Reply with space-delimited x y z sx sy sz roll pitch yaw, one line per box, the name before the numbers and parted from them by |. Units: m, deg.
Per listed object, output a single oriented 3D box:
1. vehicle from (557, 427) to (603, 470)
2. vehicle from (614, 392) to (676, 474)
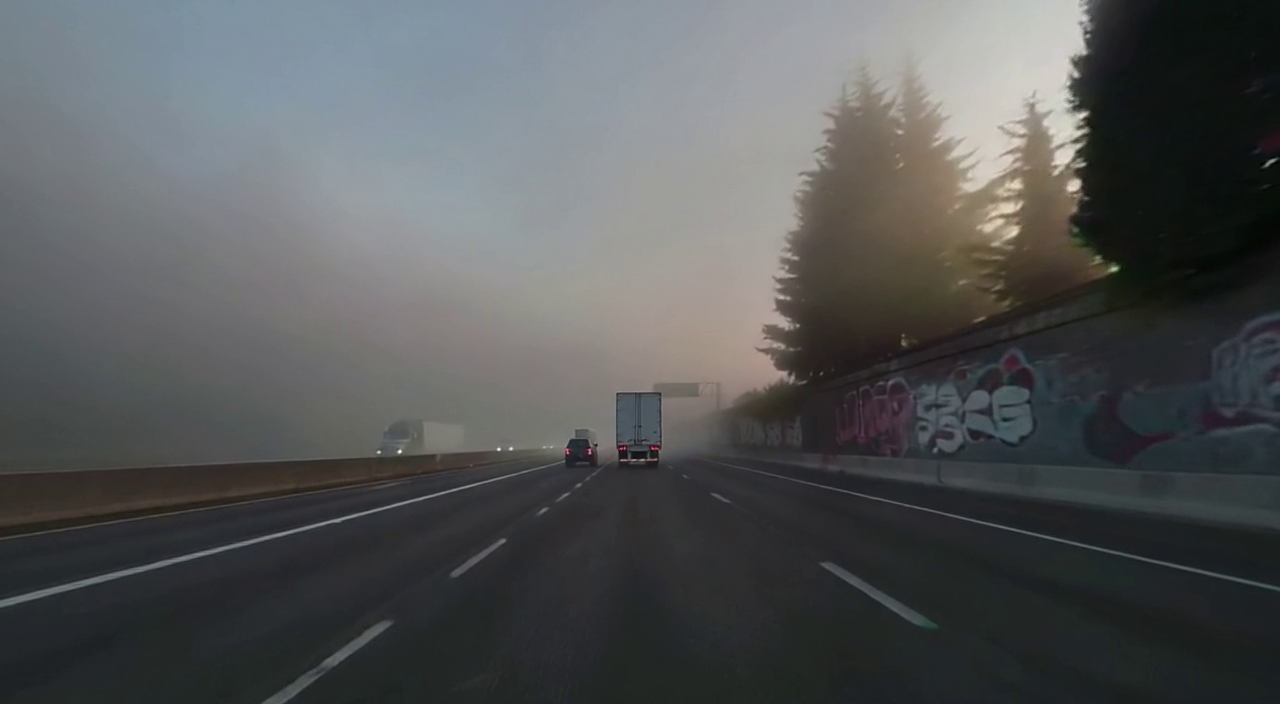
vehicle | -3.538 5.865 38.006 2.278 2.369 5.249 0 -9 0
vehicle | 0.161 4.825 36.420 3.042 4.023 10.832 0 -9 -1
